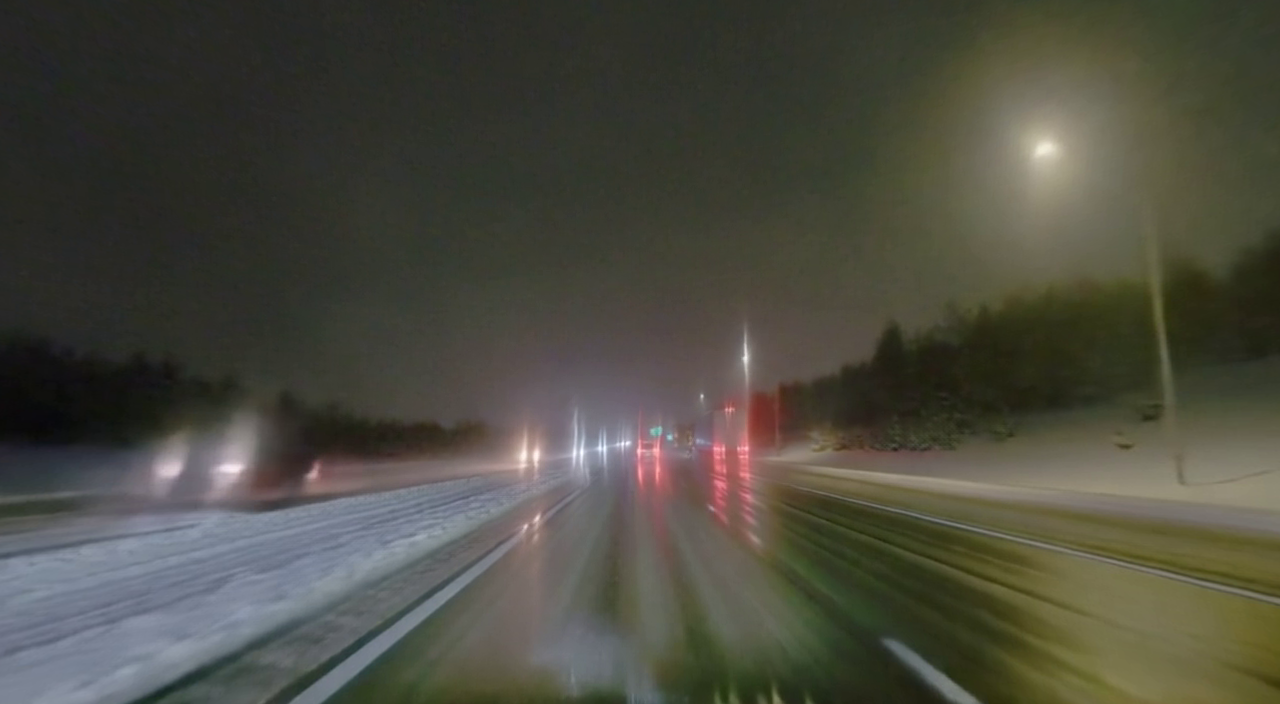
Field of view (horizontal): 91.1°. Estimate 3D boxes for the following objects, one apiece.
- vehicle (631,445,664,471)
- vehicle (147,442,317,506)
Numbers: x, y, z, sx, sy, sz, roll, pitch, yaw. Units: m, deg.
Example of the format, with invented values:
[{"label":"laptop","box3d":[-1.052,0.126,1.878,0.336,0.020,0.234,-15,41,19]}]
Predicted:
[{"label":"vehicle","box3d":[0.489,6.824,40.704,2.024,1.579,3.707,0,-9,0]},{"label":"vehicle","box3d":[-11.685,3.505,18.499,2.018,1.610,4.523,0,-9,-1]}]
